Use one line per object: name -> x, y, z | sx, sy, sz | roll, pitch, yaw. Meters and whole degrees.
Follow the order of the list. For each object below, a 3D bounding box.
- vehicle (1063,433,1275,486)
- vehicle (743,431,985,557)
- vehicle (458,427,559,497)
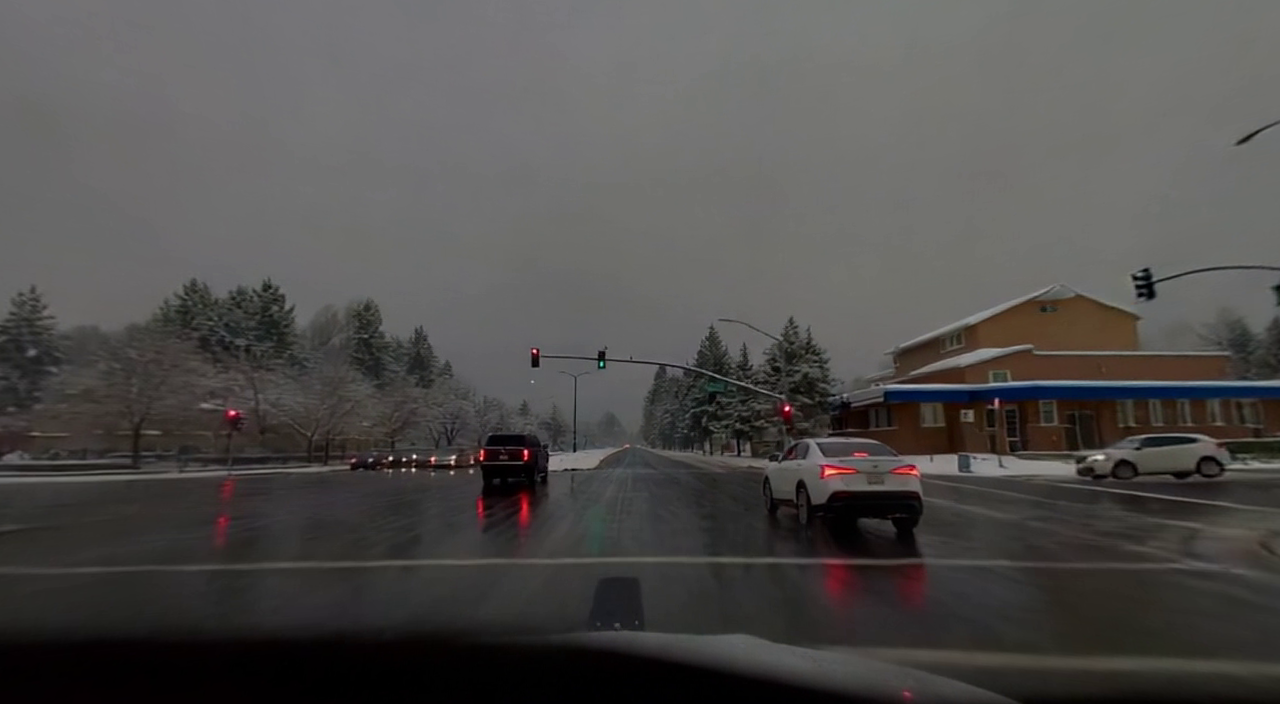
vehicle -> 20.029, 4.095, 24.173 | 5.886, 1.798, 2.407 | -1, -9, 0
vehicle -> 3.115, 2.085, 10.115 | 1.975, 1.502, 4.787 | 0, -9, -2
vehicle -> -3.734, 3.228, 18.841 | 1.997, 1.806, 4.500 | 0, -9, 0
